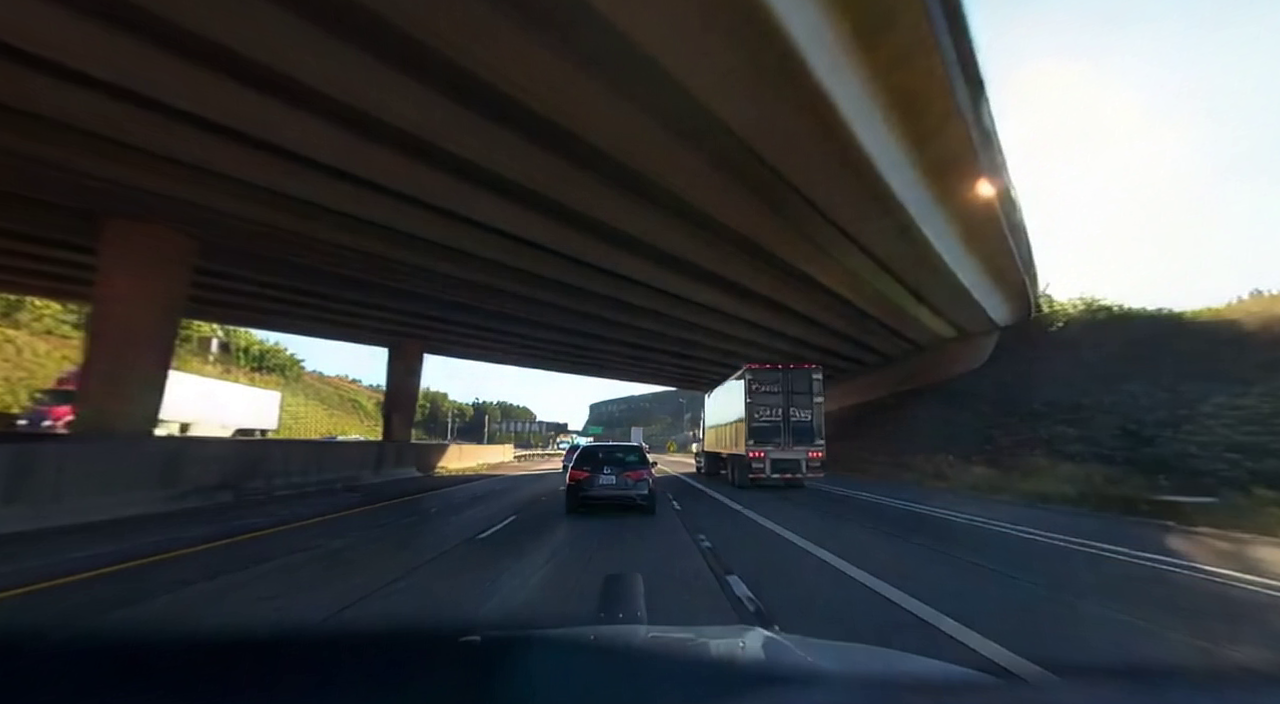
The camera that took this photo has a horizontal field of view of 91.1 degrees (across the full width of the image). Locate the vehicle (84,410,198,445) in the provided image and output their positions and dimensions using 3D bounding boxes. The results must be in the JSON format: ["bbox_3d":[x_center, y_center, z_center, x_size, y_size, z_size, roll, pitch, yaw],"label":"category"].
[{"bbox_3d":[-22.738,3.537,28.909,1.729,1.455,4.560,0,-9,-3],"label":"vehicle"}]

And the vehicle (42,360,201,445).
[{"bbox_3d":[-26.992,2.867,33.275,2.979,3.928,6.477,0,-9,-4],"label":"vehicle"}]

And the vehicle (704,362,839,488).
[{"bbox_3d":[4.935,3.402,27.300,2.825,4.043,14.051,0,-9,0],"label":"vehicle"}]

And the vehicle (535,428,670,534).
[{"bbox_3d":[-0.580,2.254,11.462,2.038,1.582,3.729,0,-9,-1],"label":"vehicle"}]
